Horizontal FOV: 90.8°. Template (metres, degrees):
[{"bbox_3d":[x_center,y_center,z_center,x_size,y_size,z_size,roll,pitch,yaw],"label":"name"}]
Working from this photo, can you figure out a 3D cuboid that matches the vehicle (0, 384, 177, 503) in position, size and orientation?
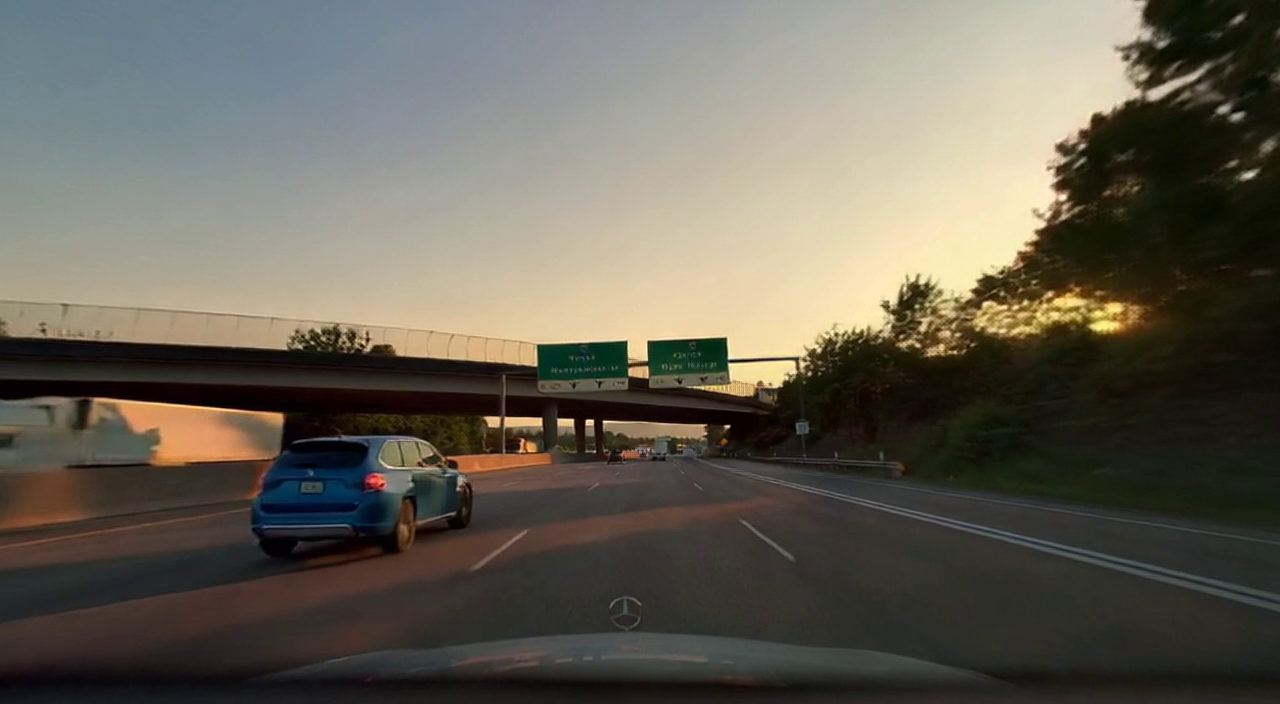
[{"bbox_3d":[-23.274,3.541,24.284,3.021,4.007,9.991,0,-9,2],"label":"vehicle"}]

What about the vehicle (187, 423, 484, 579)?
[{"bbox_3d":[-3.745,1.893,8.804,2.016,1.623,4.126,0,-9,1],"label":"vehicle"}]
